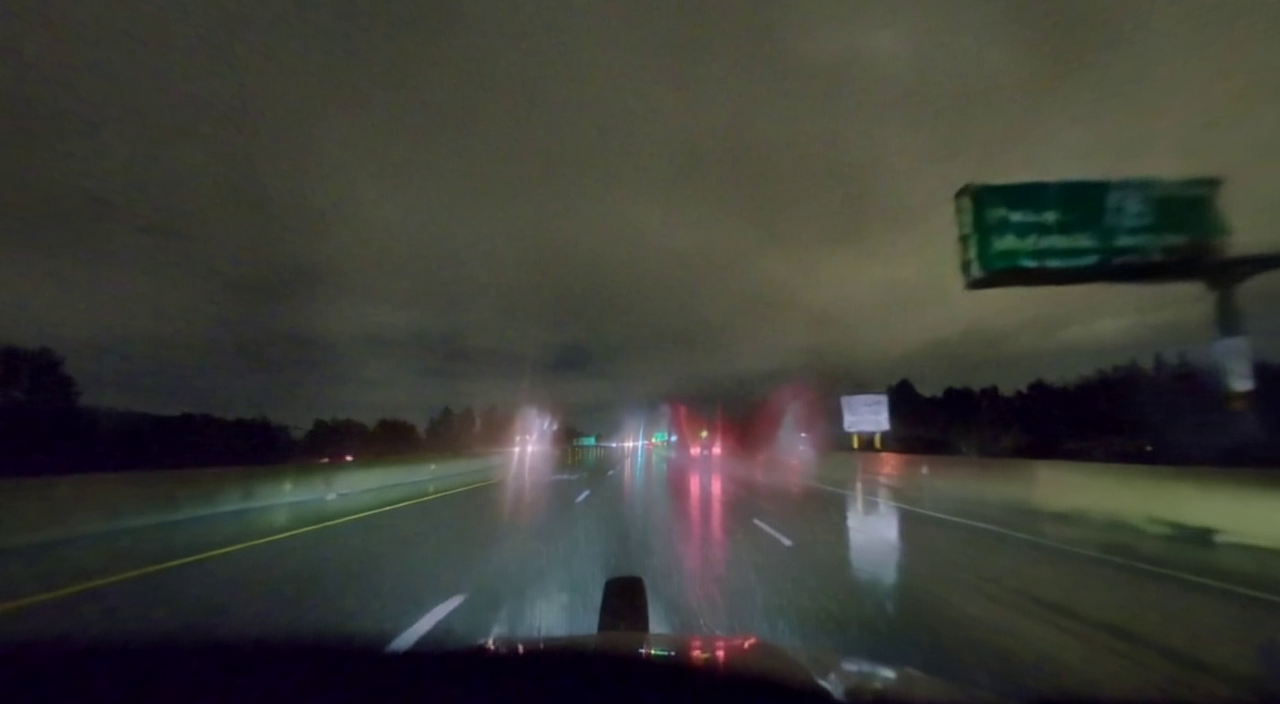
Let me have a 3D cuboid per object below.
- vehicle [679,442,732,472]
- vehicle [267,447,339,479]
[{"bbox_3d":[3.345,5.463,33.028,2.193,1.462,4.533,0,-8,-1],"label":"vehicle"},{"bbox_3d":[-21.435,7.055,40.364,1.997,1.864,4.728,0,-8,0],"label":"vehicle"}]
